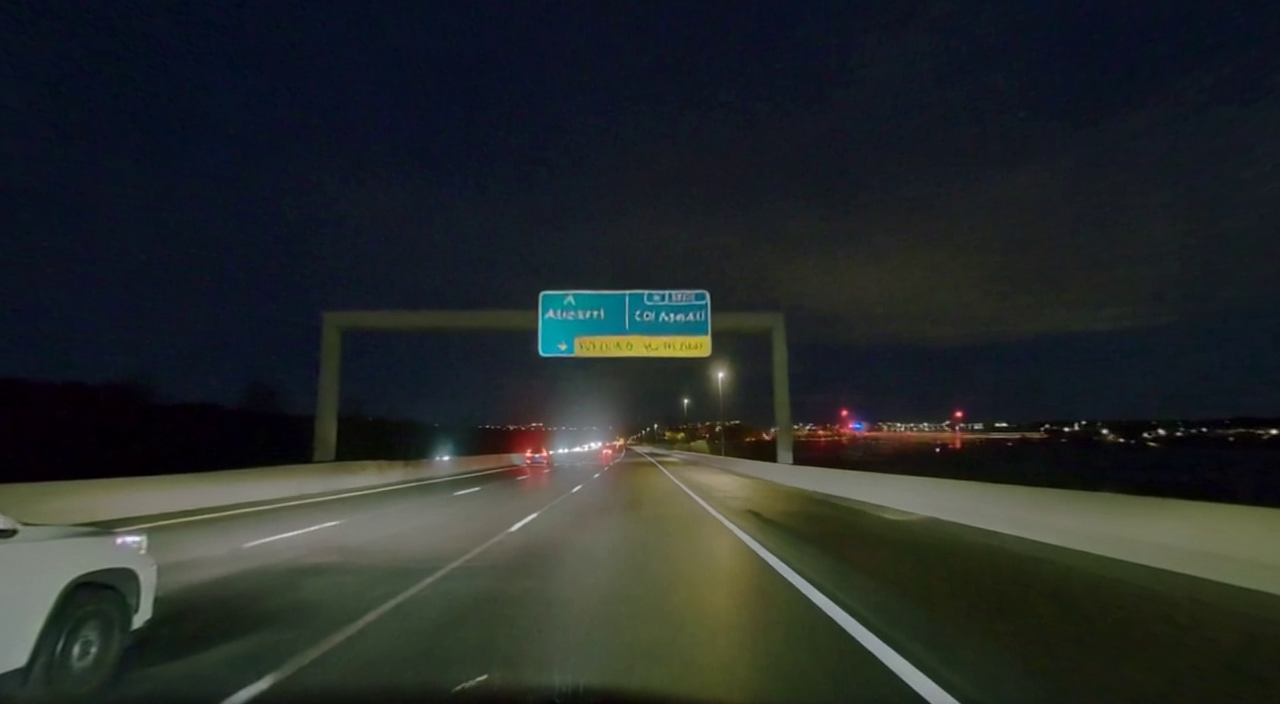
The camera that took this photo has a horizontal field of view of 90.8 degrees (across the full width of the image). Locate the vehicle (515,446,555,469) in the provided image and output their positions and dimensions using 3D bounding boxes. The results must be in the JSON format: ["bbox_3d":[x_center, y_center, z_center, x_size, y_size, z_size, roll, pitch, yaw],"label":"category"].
[{"bbox_3d":[-7.494,7.602,45.541,2.098,1.606,4.227,0,-9,1],"label":"vehicle"}]
